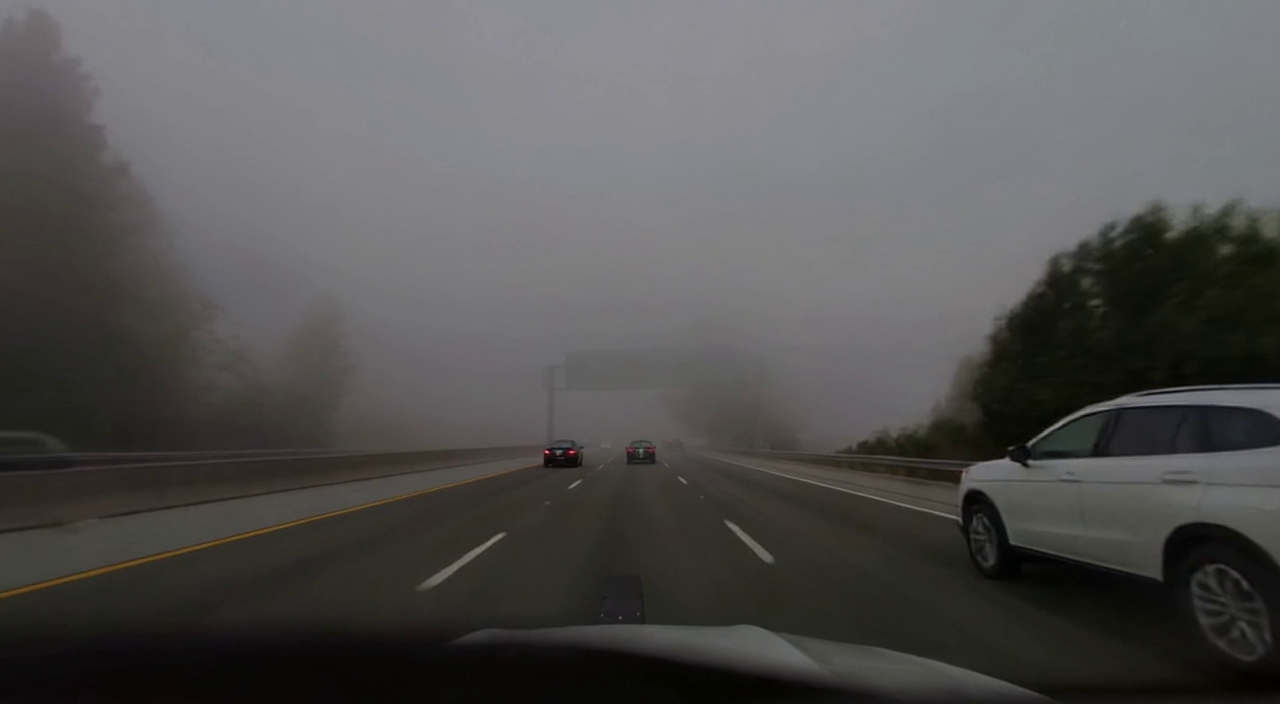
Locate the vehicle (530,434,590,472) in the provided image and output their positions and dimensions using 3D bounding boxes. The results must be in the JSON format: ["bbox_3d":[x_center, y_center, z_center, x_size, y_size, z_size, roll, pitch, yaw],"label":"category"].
[{"bbox_3d":[-3.566,4.586,28.710,2.066,1.561,4.495,0,-8,1],"label":"vehicle"}]

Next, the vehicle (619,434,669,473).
[{"bbox_3d":[0.171,4.458,27.798,2.049,1.542,3.816,0,-8,0],"label":"vehicle"}]

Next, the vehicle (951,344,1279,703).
[{"bbox_3d":[4.071,0.943,3.866,2.025,1.707,4.279,0,-8,-1],"label":"vehicle"}]
